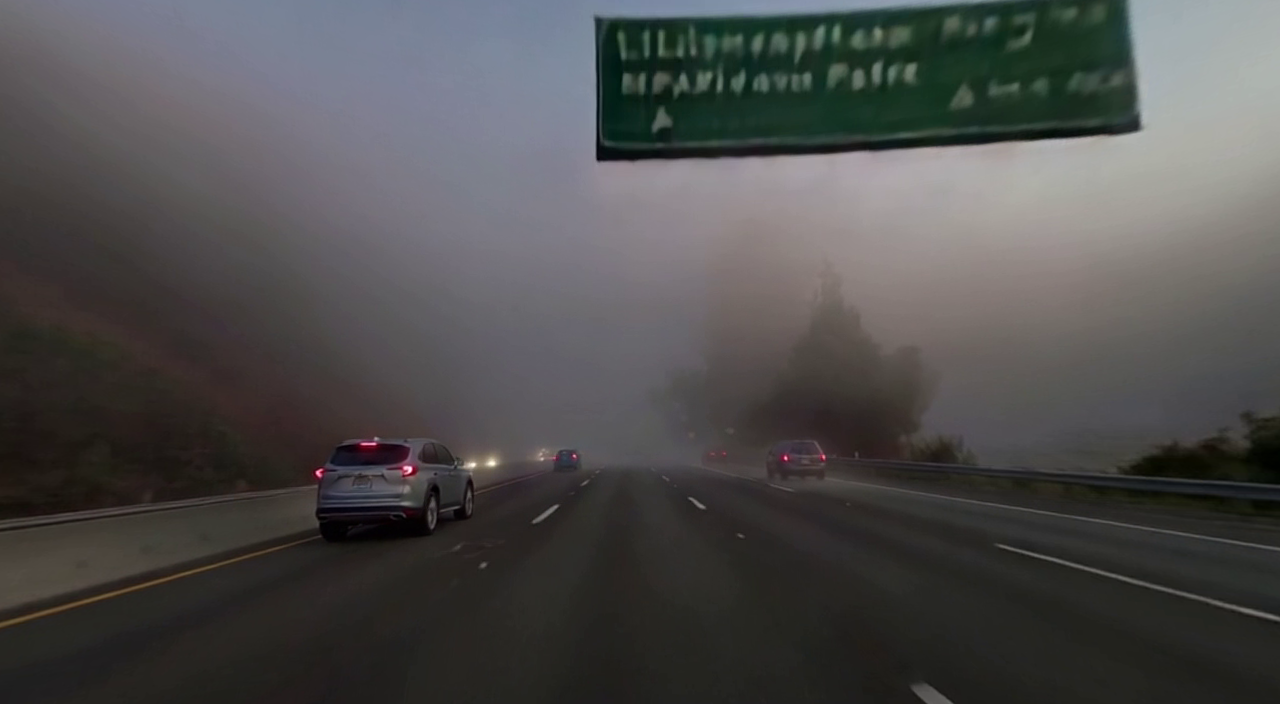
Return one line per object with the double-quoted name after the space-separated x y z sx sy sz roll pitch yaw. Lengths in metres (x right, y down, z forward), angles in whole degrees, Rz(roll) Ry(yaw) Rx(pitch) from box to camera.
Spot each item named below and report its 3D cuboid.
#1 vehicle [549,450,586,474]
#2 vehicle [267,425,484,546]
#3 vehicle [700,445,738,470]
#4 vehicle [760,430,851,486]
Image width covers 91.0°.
-4.711 7.191 41.505 2.009 1.488 4.289 1 -9 -2 "vehicle"
-4.424 2.299 11.459 2.079 1.745 4.281 0 -9 0 "vehicle"
5.838 7.875 47.026 2.107 1.732 4.527 1 -9 -3 "vehicle"
6.853 4.468 26.767 2.378 2.096 5.119 0 -9 -1 "vehicle"
